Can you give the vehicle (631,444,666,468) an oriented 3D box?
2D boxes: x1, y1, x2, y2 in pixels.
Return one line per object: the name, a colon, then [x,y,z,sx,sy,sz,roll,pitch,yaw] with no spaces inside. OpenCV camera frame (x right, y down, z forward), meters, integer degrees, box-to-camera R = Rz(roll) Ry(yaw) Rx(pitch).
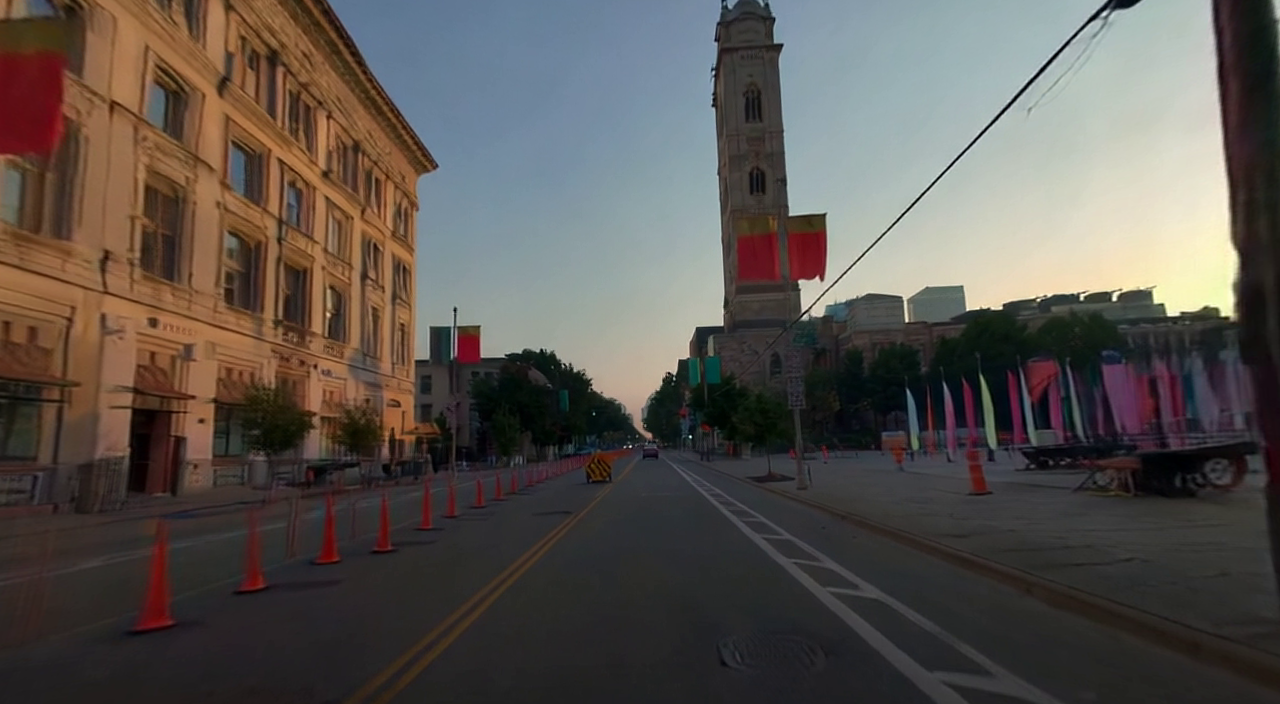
vehicle: [0.555,7.040,42.781,2.216,1.492,4.725,0,-8,1]
